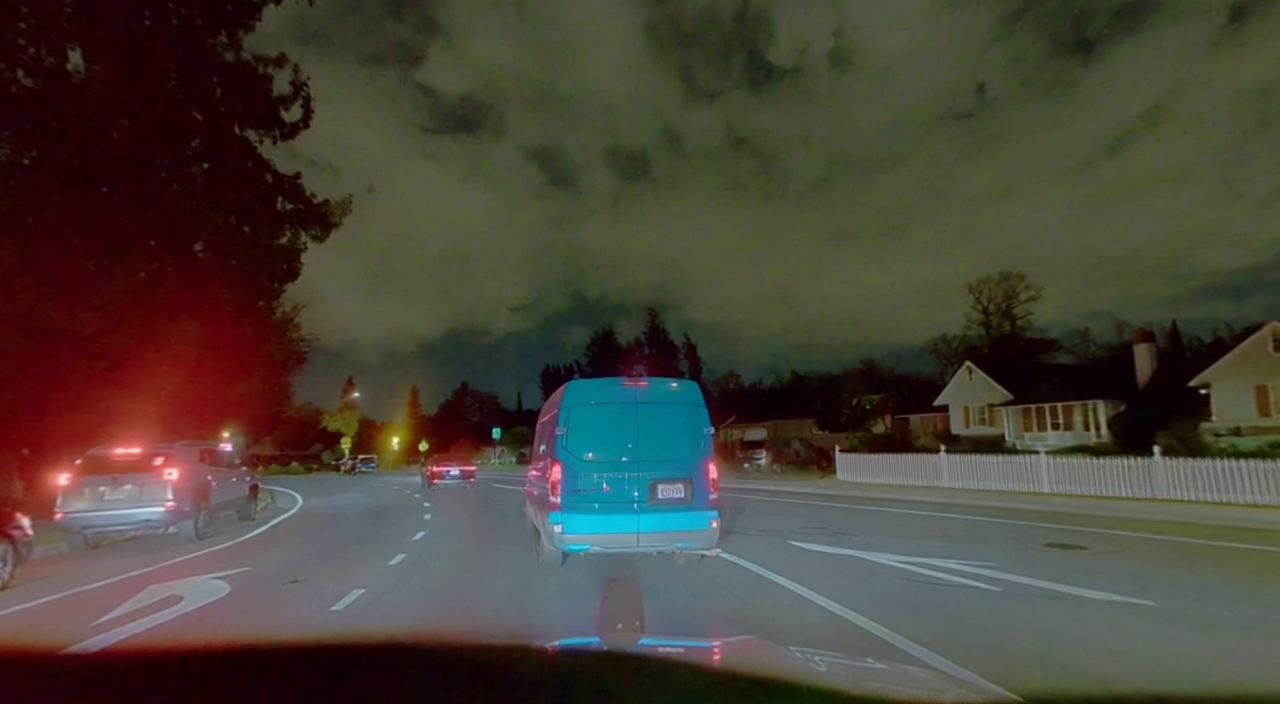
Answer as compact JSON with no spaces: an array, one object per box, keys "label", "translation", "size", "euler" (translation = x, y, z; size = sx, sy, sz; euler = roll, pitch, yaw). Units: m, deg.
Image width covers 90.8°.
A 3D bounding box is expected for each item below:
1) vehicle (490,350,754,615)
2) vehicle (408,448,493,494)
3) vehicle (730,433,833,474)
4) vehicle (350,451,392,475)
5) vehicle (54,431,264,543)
[{"label":"vehicle","translation":[-0.646,1.416,7.713],"size":[2.213,2.124,4.809],"euler":[2,-9,-13]},{"label":"vehicle","translation":[-6.903,4.181,22.716],"size":[2.008,1.445,4.386],"euler":[4,-10,-28]},{"label":"vehicle","translation":[6.614,4.675,29.395],"size":[4.559,1.754,1.985],"euler":[5,-10,-32]},{"label":"vehicle","translation":[-18.742,7.680,43.878],"size":[1.911,1.493,4.291],"euler":[5,-10,-32]},{"label":"vehicle","translation":[-9.953,2.734,13.736],"size":[2.228,1.871,5.492],"euler":[3,-9,-23]}]
